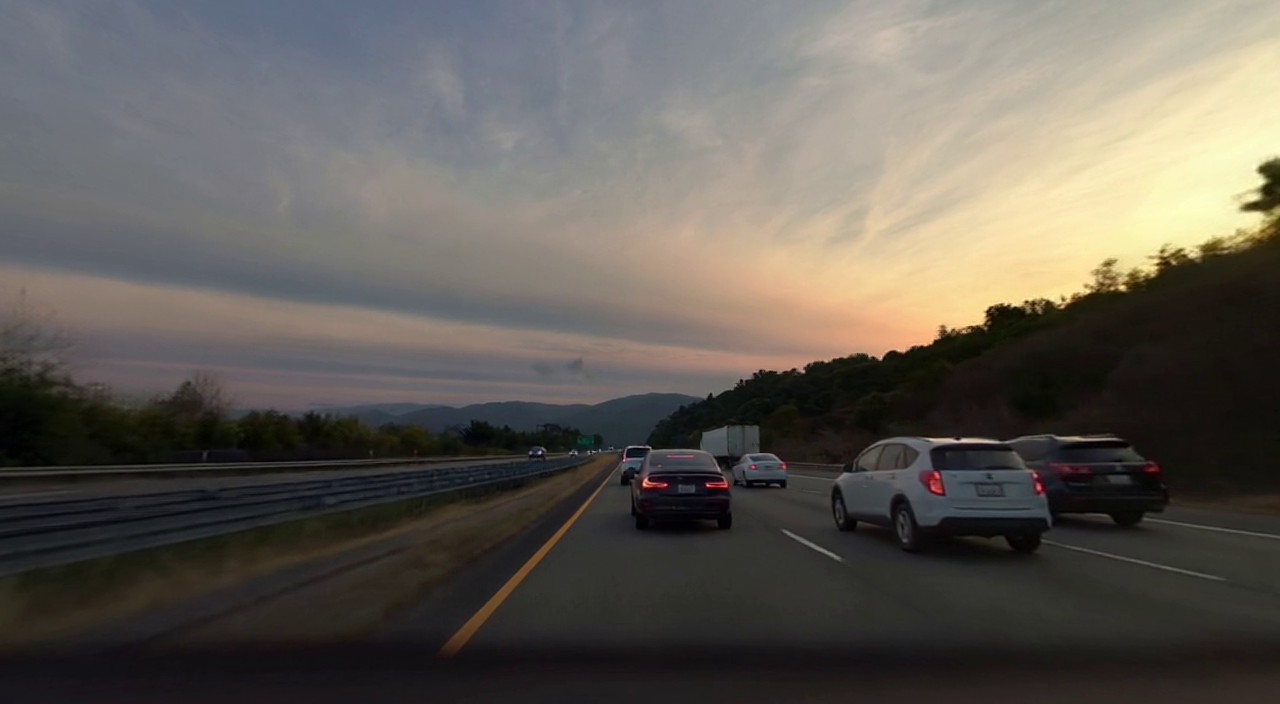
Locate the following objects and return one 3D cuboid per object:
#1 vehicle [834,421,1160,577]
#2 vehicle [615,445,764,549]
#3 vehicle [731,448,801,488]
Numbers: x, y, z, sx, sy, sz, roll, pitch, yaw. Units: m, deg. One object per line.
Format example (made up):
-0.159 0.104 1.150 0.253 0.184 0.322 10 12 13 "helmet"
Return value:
4.599 1.959 9.208 1.998 1.657 4.604 0 -9 -1 "vehicle"
0.663 2.332 10.770 2.094 1.426 3.725 0 -9 -1 "vehicle"
5.134 4.786 26.302 1.908 1.500 4.157 0 -9 -2 "vehicle"
